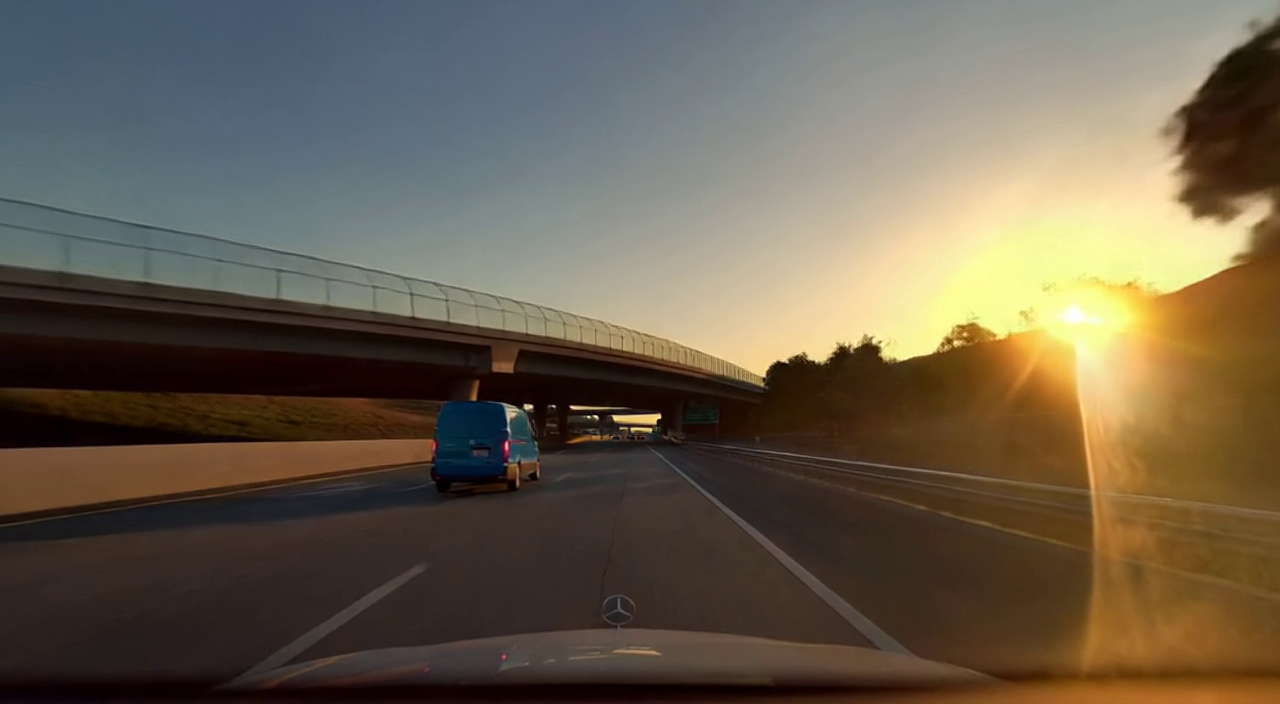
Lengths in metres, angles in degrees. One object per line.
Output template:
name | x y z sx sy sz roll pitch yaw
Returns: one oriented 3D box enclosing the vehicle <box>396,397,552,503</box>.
vehicle | -3.575 2.229 14.704 2.309 2.053 4.884 0 -8 0
